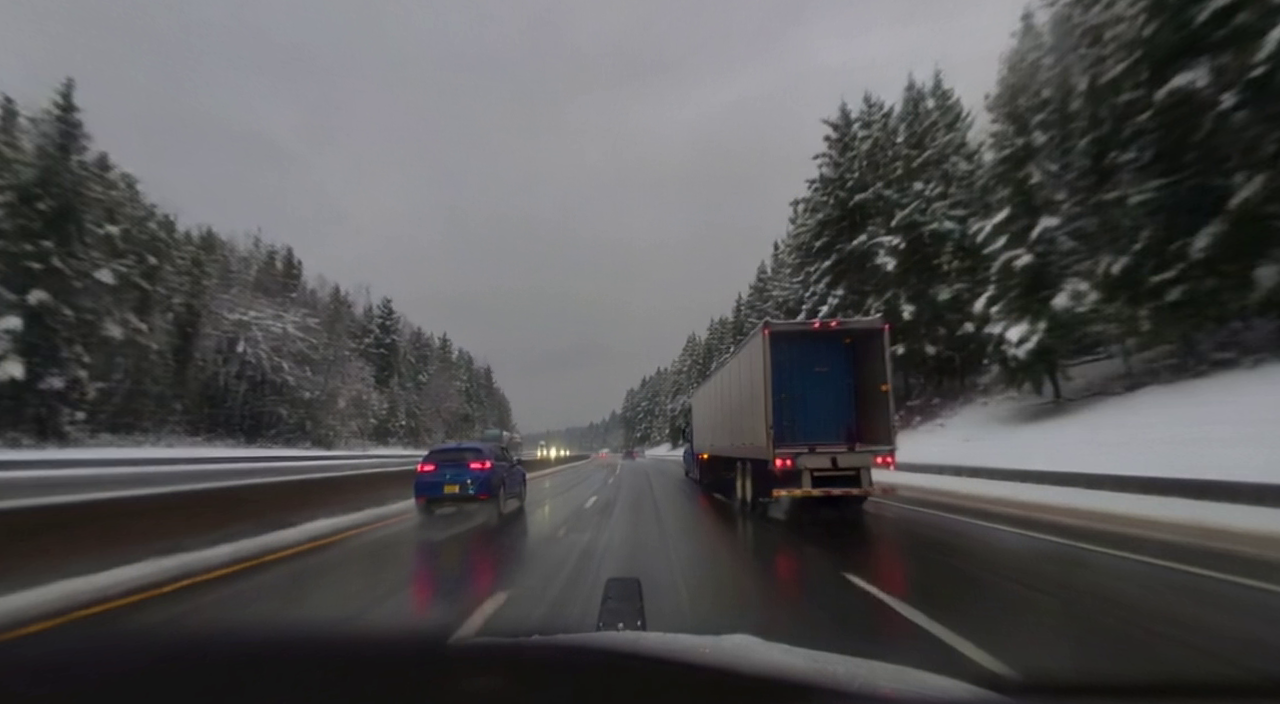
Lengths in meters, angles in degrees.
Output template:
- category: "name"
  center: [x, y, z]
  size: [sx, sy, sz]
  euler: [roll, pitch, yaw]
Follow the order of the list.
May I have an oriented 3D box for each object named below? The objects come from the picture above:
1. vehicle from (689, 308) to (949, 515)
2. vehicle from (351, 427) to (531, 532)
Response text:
- category: "vehicle"
  center: [4.262, 2.514, 21.581]
  size: [3.532, 4.201, 17.611]
  euler: [0, -9, -1]
- category: "vehicle"
  center: [-3.579, 2.388, 12.350]
  size: [2.115, 1.670, 4.261]
  euler: [0, -9, 0]
